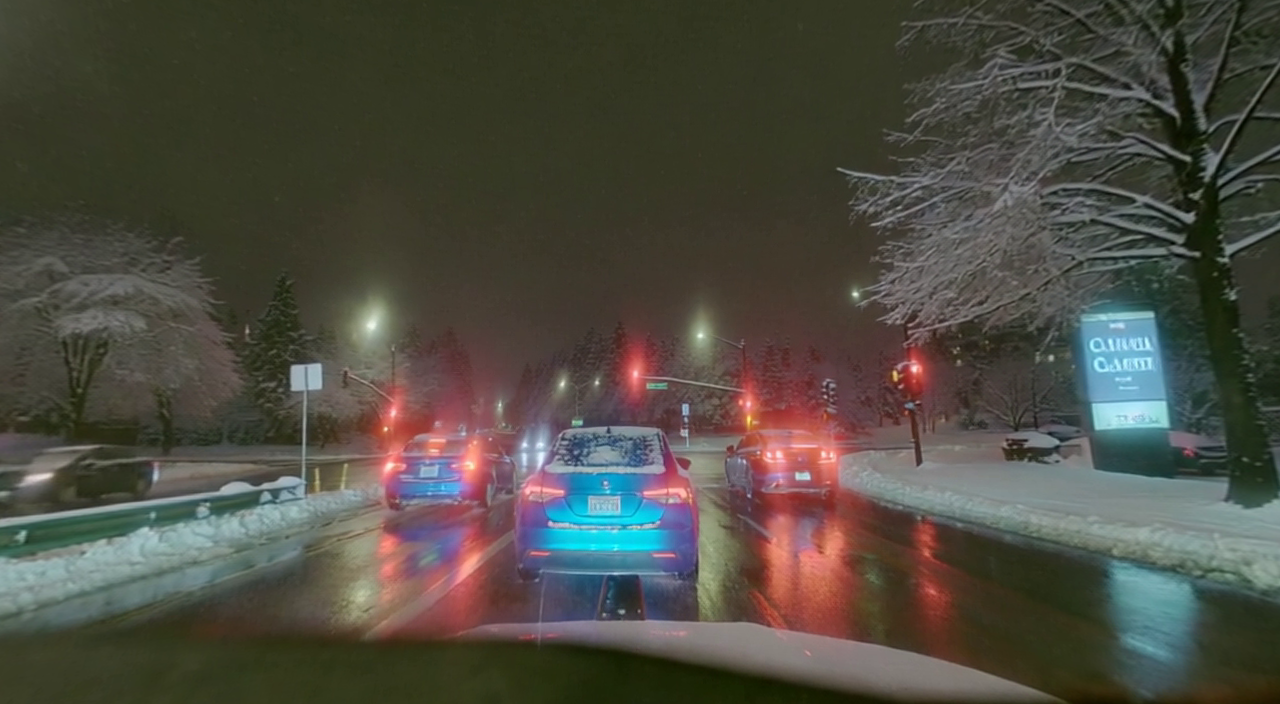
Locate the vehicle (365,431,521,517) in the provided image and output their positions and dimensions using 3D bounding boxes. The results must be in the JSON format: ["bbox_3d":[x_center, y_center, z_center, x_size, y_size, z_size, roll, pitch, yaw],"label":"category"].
[{"bbox_3d":[-3.745,2.380,12.798,1.998,1.452,3.773,0,-8,-1],"label":"vehicle"}]

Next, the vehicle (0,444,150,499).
[{"bbox_3d":[-20.111,4.133,22.273,1.982,1.712,4.511,0,-8,0],"label":"vehicle"}]

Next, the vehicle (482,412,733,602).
[{"bbox_3d":[-0.361,1.577,7.338,2.045,1.533,4.183,0,-8,-3],"label":"vehicle"}]

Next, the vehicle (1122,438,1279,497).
[{"bbox_3d":[15.184,2.942,16.325,3.951,1.418,1.842,0,-8,-2],"label":"vehicle"}]

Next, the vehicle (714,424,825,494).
[{"bbox_3d":[3.426,2.922,17.569,2.028,1.678,4.220,0,-8,-2],"label":"vehicle"}]
